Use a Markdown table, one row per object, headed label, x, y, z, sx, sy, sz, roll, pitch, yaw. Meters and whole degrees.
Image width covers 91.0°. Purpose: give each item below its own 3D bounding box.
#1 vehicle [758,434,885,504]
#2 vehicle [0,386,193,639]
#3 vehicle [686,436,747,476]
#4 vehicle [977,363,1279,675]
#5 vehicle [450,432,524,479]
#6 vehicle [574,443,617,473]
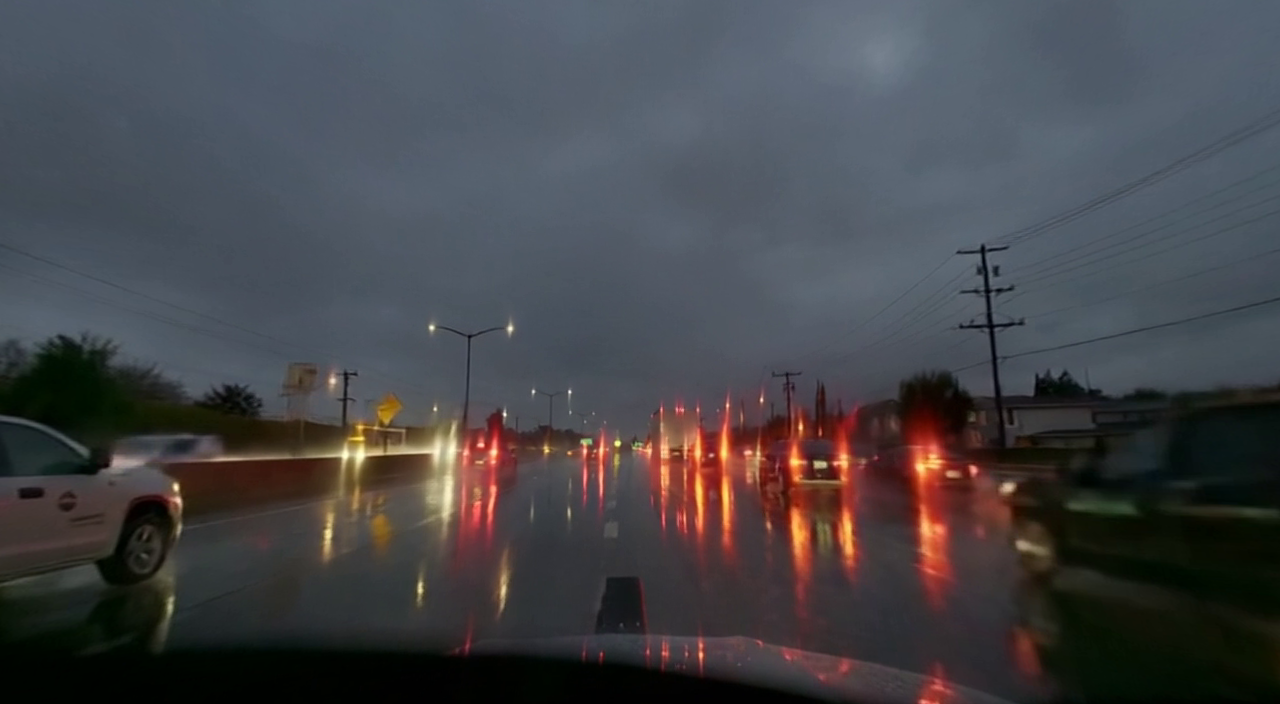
| label | x | y | z | sx | sy | sz | roll | pitch | yaw |
| --- | --- | --- | --- | --- | --- | --- | --- | --- | --- |
| vehicle | 4.626 | 3.056 | 16.826 | 1.978 | 1.607 | 4.245 | 1 | -9 | -2 |
| vehicle | -5.400 | 1.030 | 3.884 | 2.127 | 1.705 | 4.374 | 1 | -9 | -2 |
| vehicle | 3.662 | 5.093 | 31.094 | 2.182 | 1.782 | 4.800 | 1 | -9 | -2 |
| vehicle | 4.726 | 1.056 | 4.206 | 2.086 | 1.783 | 4.868 | 1 | -9 | -2 |
| vehicle | -6.511 | 4.476 | 27.404 | 2.147 | 1.825 | 4.602 | 0 | -9 | -1 |
| vehicle | -2.312 | 5.675 | 33.874 | 2.060 | 1.508 | 4.308 | 0 | -9 | -1 |
